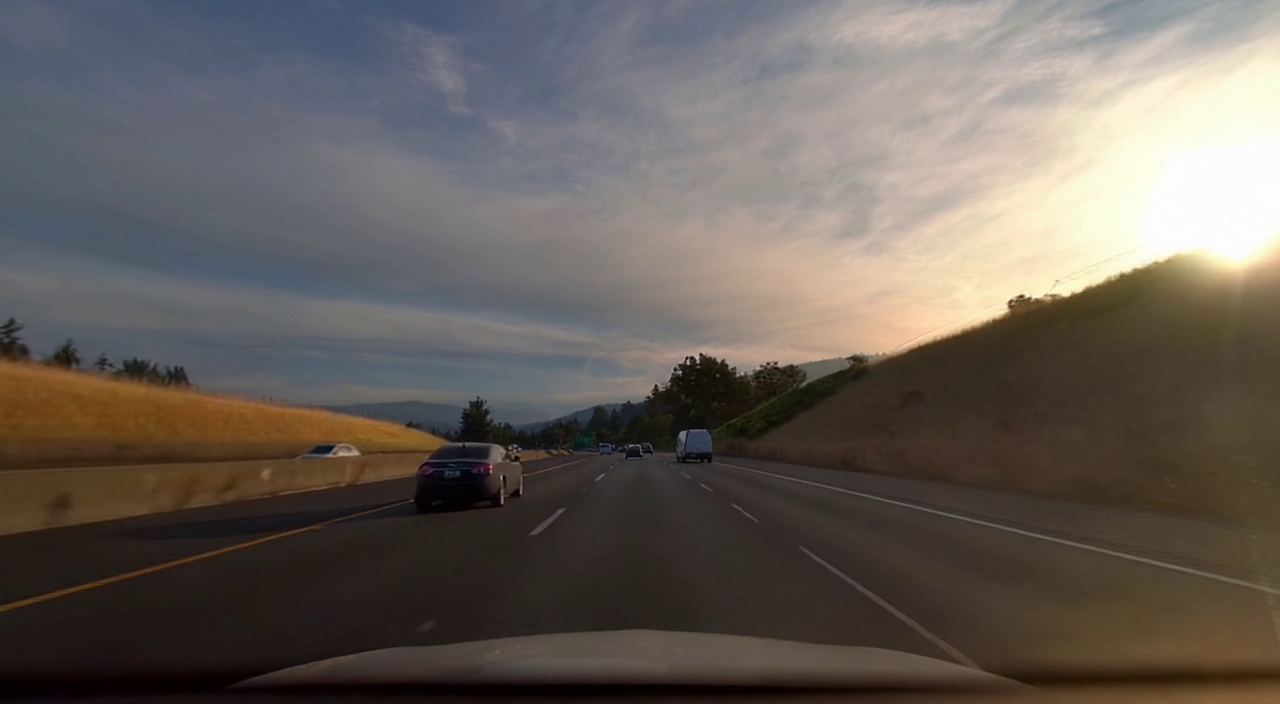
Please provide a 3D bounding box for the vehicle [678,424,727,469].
[{"bbox_3d":[3.851,6.005,40.095,2.361,2.636,5.684,0,-9,-1],"label":"vehicle"}]

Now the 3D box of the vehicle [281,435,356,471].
[{"bbox_3d":[-19.356,6.126,38.187,2.007,2.011,4.830,0,-9,-1],"label":"vehicle"}]

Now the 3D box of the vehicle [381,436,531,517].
[{"bbox_3d":[-3.913,2.724,14.289,2.054,1.529,4.368,0,-9,0],"label":"vehicle"}]

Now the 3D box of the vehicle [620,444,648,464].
[{"bbox_3d":[-0.448,7.580,46.872,2.007,1.456,3.719,0,-9,-1],"label":"vehicle"}]
